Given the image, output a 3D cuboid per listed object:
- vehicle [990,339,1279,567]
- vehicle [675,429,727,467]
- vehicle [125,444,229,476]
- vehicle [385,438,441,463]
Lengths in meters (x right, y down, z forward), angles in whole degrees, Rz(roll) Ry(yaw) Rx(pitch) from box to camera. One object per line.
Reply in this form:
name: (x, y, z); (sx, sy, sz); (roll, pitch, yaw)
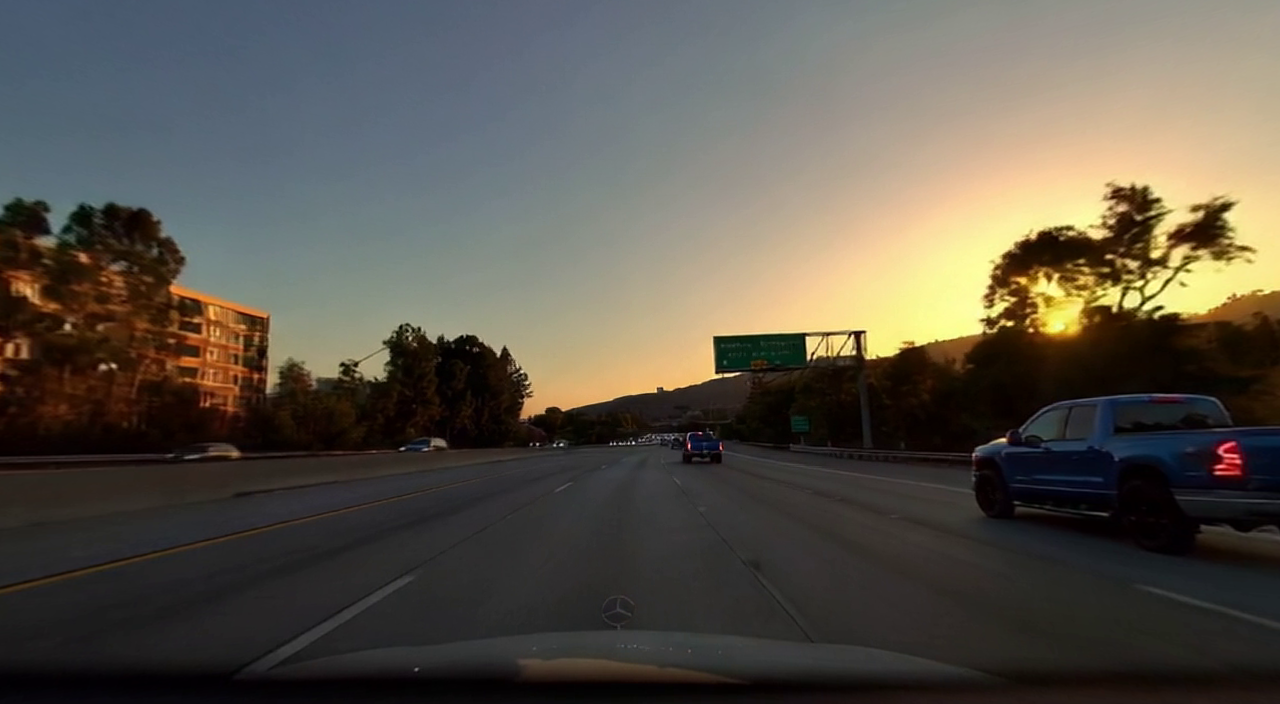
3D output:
vehicle: (7.511, 1.372, 8.751); (2.158, 2.268, 5.396); (0, -9, 0)
vehicle: (3.415, 5.532, 36.420); (2.462, 1.984, 4.718); (0, -9, 0)
vehicle: (-22.954, 5.357, 31.561); (1.785, 1.475, 4.412); (-1, -9, 2)
vehicle: (-15.402, 6.720, 43.109); (2.020, 1.584, 4.650); (-1, -9, 1)
